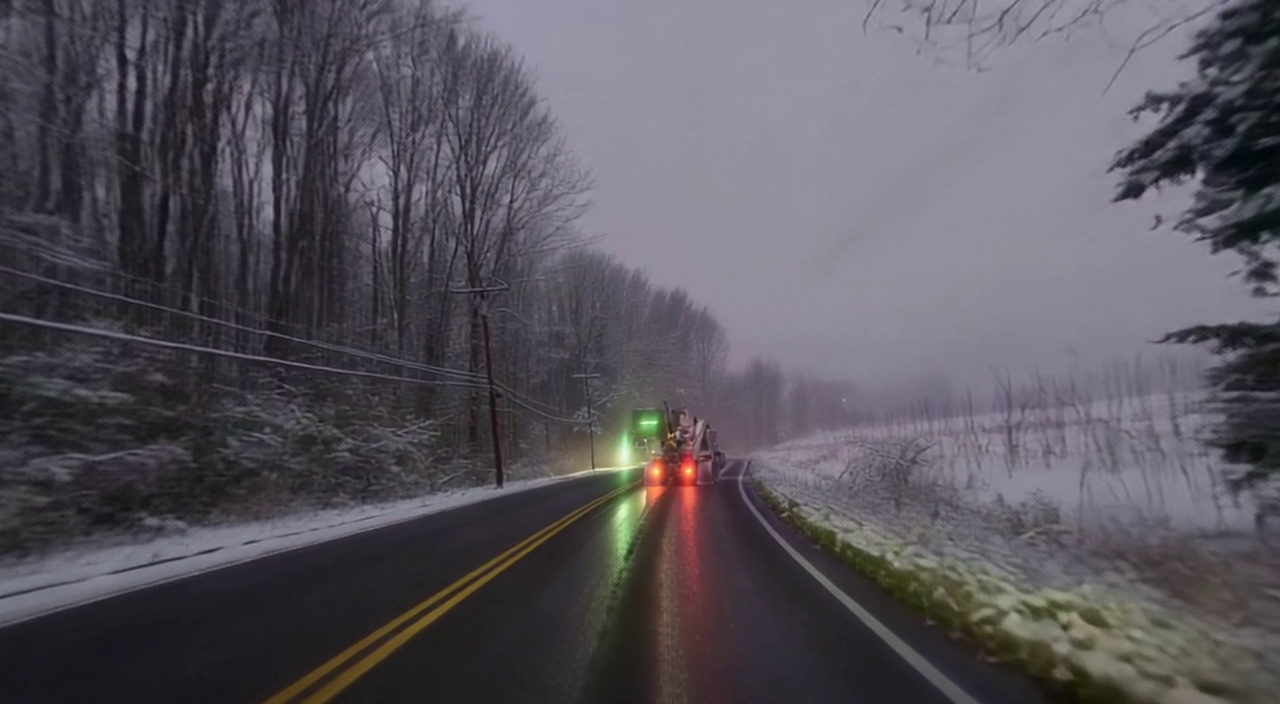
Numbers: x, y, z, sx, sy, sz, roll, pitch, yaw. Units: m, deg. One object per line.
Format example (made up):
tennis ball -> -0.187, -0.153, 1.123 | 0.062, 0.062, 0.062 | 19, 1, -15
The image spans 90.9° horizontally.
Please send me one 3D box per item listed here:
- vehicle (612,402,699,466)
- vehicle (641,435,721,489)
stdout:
vehicle -> 1.330, 6.417, 48.159 | 4.788, 4.368, 6.529 | -3, -11, 19
vehicle -> 1.342, 3.348, 19.498 | 2.196, 1.465, 4.294 | -1, -9, 6
